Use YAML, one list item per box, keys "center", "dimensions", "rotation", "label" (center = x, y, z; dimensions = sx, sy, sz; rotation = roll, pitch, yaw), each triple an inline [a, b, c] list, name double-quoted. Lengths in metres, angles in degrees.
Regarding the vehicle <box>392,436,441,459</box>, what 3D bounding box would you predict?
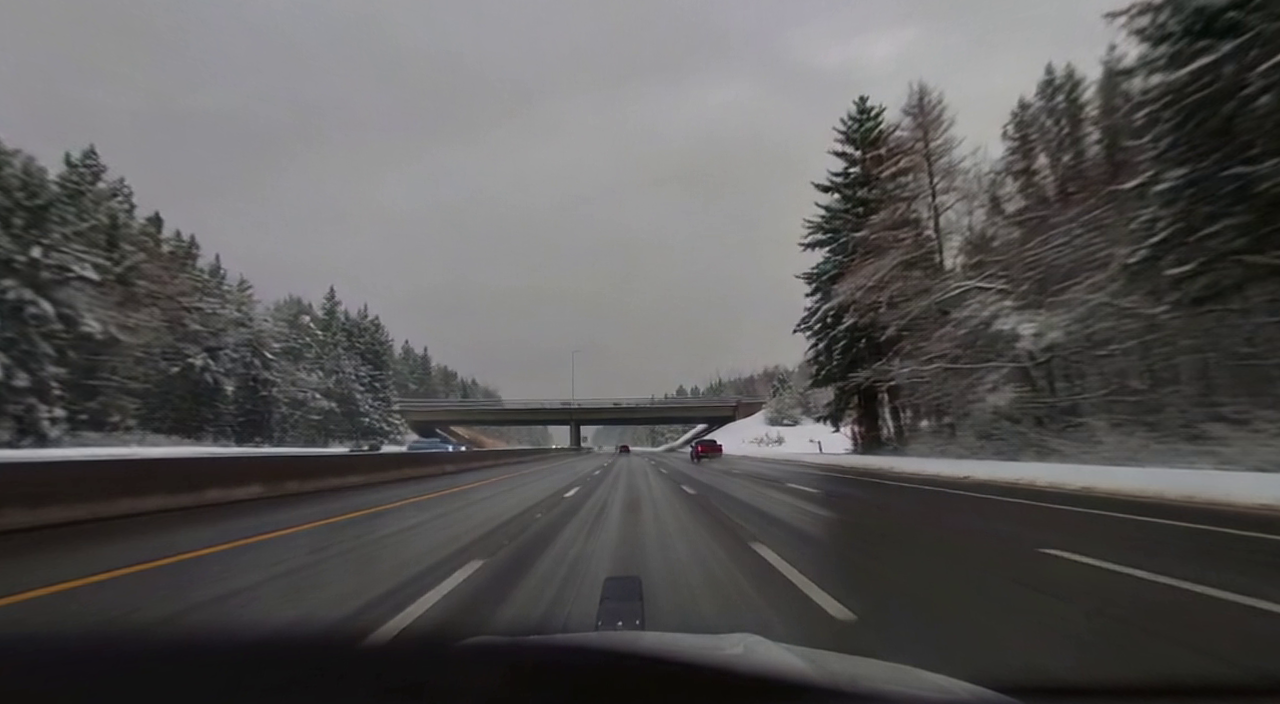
- center: [-16.138, 6.916, 45.797]
  dimensions: [1.945, 1.614, 4.597]
  rotation: [0, -8, -1]
  label: "vehicle"
